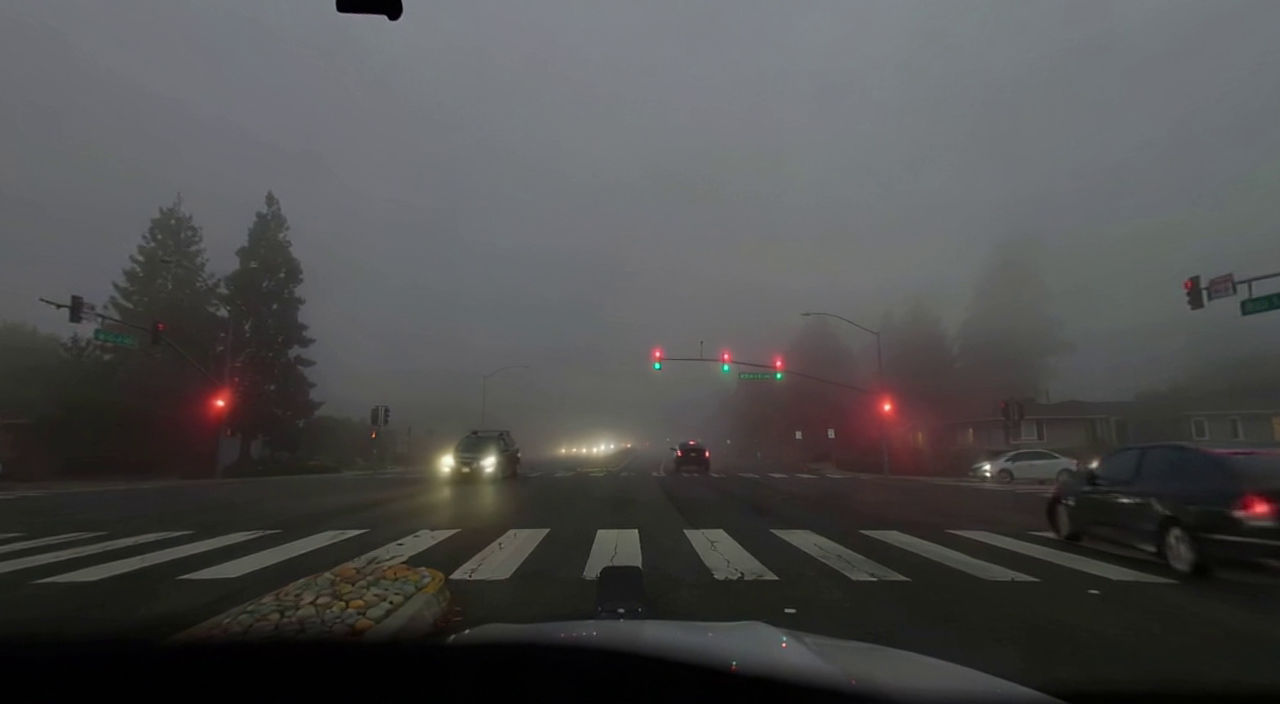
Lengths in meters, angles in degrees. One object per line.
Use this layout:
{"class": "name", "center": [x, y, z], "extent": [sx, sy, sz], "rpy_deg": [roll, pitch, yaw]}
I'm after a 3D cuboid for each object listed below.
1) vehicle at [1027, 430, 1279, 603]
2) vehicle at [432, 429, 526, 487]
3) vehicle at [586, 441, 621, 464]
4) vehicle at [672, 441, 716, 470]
{"class": "vehicle", "center": [6.738, 1.757, 7.653], "extent": [1.961, 1.494, 4.438], "rpy_deg": [-2, -9, 11]}
{"class": "vehicle", "center": [-5.123, 3.443, 20.723], "extent": [2.025, 1.704, 4.104], "rpy_deg": [0, -9, -1]}
{"class": "vehicle", "center": [-2.392, 6.715, 42.283], "extent": [2.045, 1.484, 3.991], "rpy_deg": [0, -9, 0]}
{"class": "vehicle", "center": [2.887, 5.627, 34.623], "extent": [1.947, 1.467, 4.455], "rpy_deg": [0, -9, -1]}
